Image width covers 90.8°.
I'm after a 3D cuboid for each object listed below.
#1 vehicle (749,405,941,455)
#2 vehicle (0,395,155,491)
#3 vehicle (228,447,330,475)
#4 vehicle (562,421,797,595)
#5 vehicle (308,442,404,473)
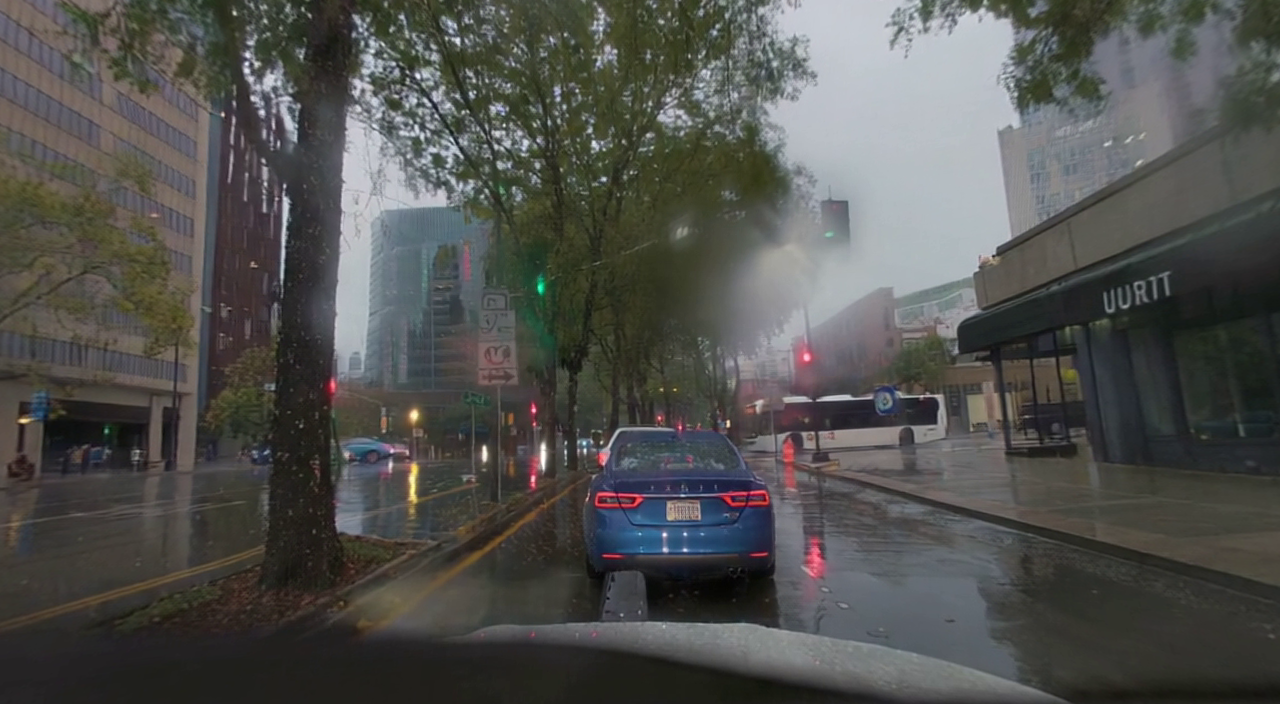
[{"bbox_3d":[15.702,6.124,49.296,13.811,3.706,2.997,0,-9,1],"label":"vehicle"},{"bbox_3d":[-25.946,3.643,25.331,2.692,3.685,10.153,-3,-9,20],"label":"vehicle"},{"bbox_3d":[-20.792,6.288,36.638,1.883,1.461,4.830,-4,-10,27],"label":"vehicle"},{"bbox_3d":[0.375,1.626,7.388,2.006,1.470,3.799,0,-8,1],"label":"vehicle"},{"bbox_3d":[-16.294,6.027,36.395,1.892,1.645,4.561,-8,-11,41],"label":"vehicle"}]
